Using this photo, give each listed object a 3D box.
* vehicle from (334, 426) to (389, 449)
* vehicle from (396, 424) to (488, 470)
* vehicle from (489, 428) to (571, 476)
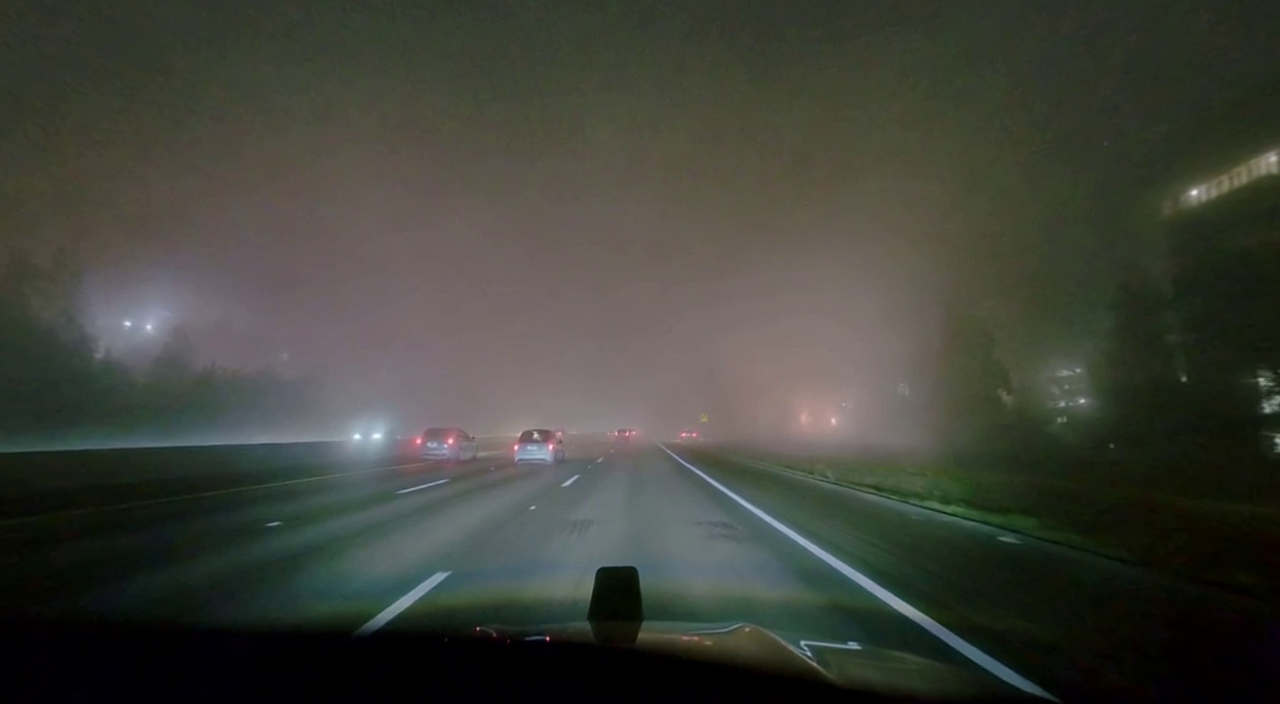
[{"bbox_3d":[-20.796,6.416,47.182,1.837,1.642,4.843,0,-8,1],"label":"vehicle"},{"bbox_3d":[-7.415,3.602,24.063,1.985,1.575,4.453,0,-8,1],"label":"vehicle"},{"bbox_3d":[-3.732,3.448,22.095,1.996,1.490,4.571,0,-8,1],"label":"vehicle"}]
